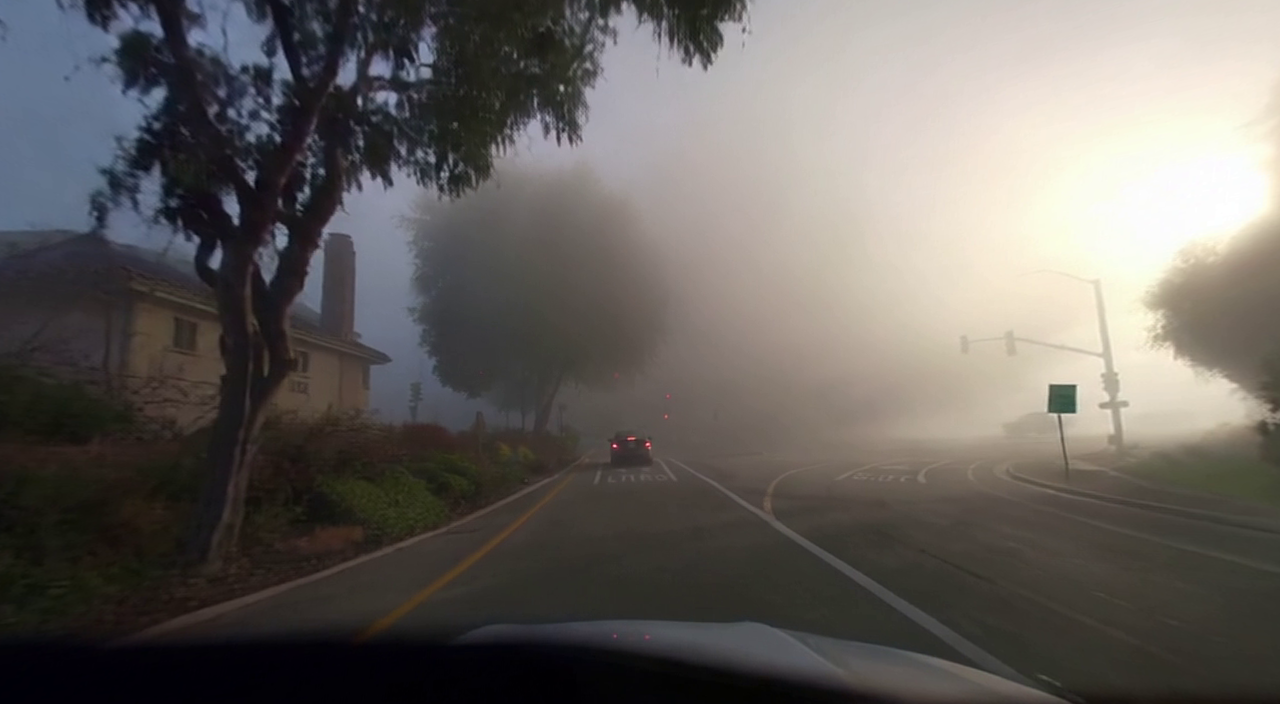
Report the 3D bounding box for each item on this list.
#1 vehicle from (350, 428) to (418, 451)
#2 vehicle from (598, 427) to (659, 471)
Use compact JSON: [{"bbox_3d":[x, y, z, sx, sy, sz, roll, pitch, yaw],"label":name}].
[{"bbox_3d":[-18.772,6.426,46.324,4.200,1.639,1.844,-1,-8,-1],"label":"vehicle"},{"bbox_3d":[-0.426,3.624,23.713,2.056,1.473,4.380,0,-8,-1],"label":"vehicle"}]
